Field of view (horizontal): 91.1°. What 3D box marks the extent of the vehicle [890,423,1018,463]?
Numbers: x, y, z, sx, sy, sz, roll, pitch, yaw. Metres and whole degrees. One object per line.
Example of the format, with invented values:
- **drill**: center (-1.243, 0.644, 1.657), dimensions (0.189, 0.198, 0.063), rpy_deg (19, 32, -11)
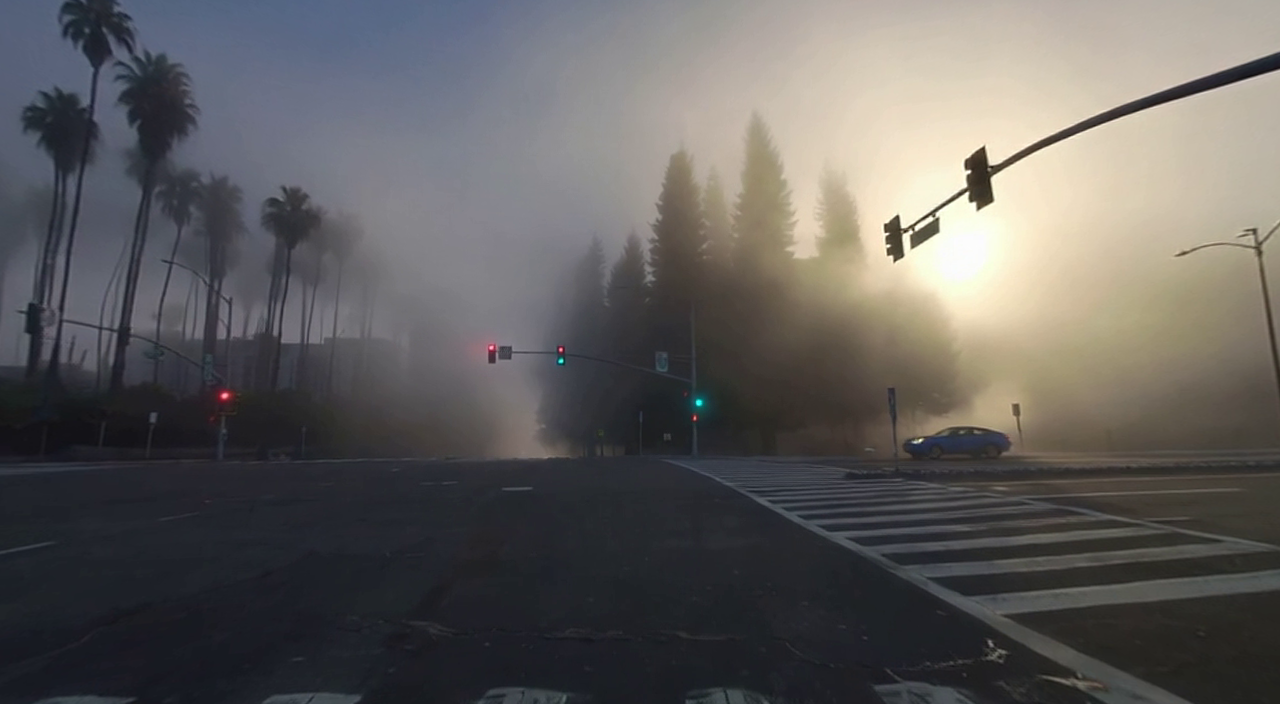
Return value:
- **vehicle**: center (14.404, 4.189, 29.004), dimensions (4.820, 1.751, 2.050), rpy_deg (0, -8, -2)
